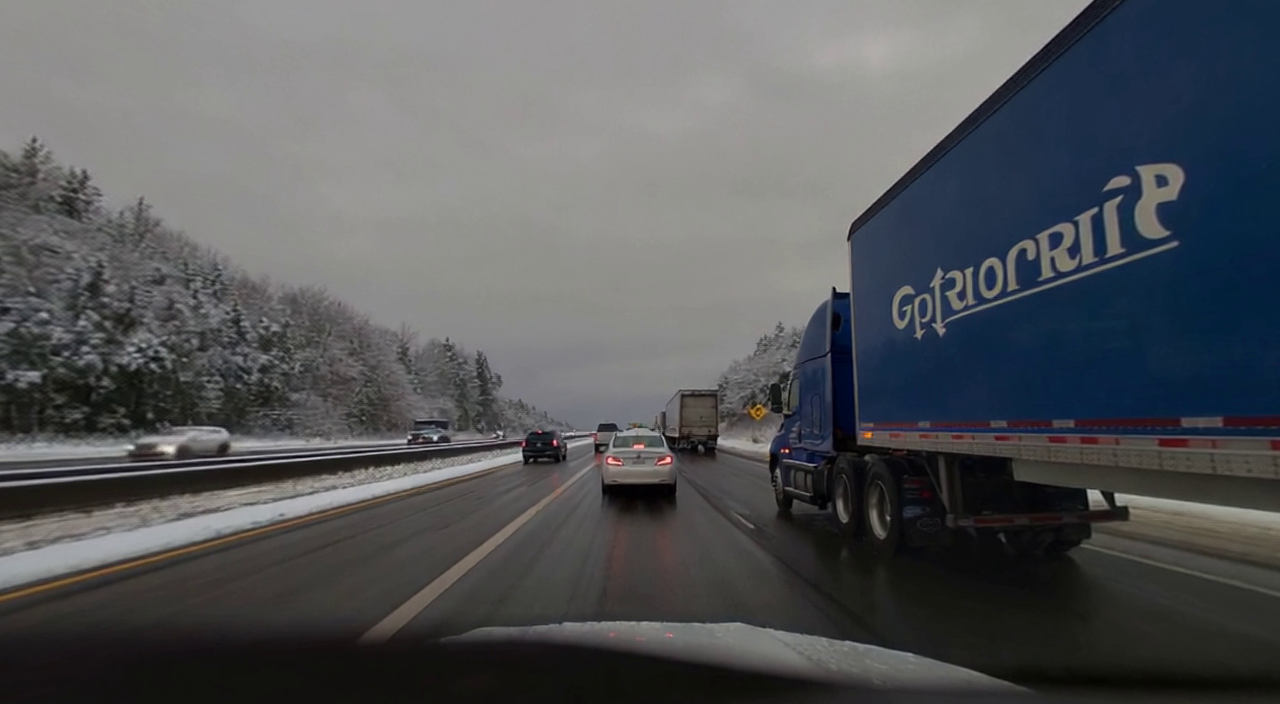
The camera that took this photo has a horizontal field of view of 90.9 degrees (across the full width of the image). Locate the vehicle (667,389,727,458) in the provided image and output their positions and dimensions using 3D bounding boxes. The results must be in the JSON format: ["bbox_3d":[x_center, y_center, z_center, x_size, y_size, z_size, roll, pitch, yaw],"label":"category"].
[{"bbox_3d":[3.690,5.174,44.589,2.869,4.067,13.731,0,-8,0],"label":"vehicle"}]

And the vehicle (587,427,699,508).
[{"bbox_3d":[0.010,2.327,13.195,2.021,1.435,3.611,0,-8,-2],"label":"vehicle"}]

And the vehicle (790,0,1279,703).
[{"bbox_3d":[4.127,-0.155,3.920,2.816,4.070,14.136,0,-8,0],"label":"vehicle"}]

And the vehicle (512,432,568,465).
[{"bbox_3d":[-4.710,4.601,30.374,1.983,1.434,4.451,0,-8,0],"label":"vehicle"}]

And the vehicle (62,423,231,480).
[{"bbox_3d":[-19.761,3.974,25.704,2.338,2.020,5.417,0,-7,2],"label":"vehicle"}]
